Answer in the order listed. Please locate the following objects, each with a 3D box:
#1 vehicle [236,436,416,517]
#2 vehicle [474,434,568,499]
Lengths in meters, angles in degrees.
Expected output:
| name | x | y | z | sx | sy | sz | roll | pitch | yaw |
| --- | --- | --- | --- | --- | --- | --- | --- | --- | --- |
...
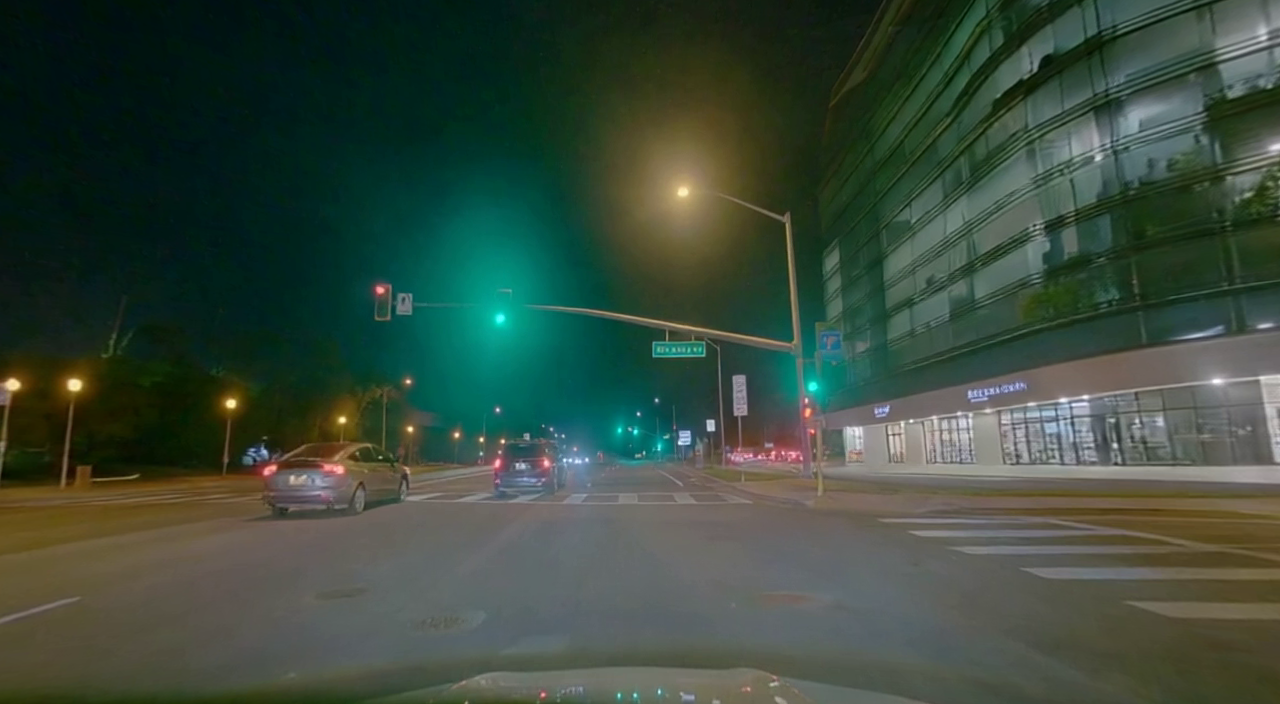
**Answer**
| name | x | y | z | sx | sy | sz | roll | pitch | yaw |
| --- | --- | --- | --- | --- | --- | --- | --- | --- | --- |
| vehicle | -7.129 | 2.835 | 15.019 | 1.909 | 1.605 | 4.561 | 0 | -8 | 0 |
| vehicle | -3.418 | 3.369 | 19.005 | 2.052 | 1.729 | 4.195 | 0 | -8 | -1 |
